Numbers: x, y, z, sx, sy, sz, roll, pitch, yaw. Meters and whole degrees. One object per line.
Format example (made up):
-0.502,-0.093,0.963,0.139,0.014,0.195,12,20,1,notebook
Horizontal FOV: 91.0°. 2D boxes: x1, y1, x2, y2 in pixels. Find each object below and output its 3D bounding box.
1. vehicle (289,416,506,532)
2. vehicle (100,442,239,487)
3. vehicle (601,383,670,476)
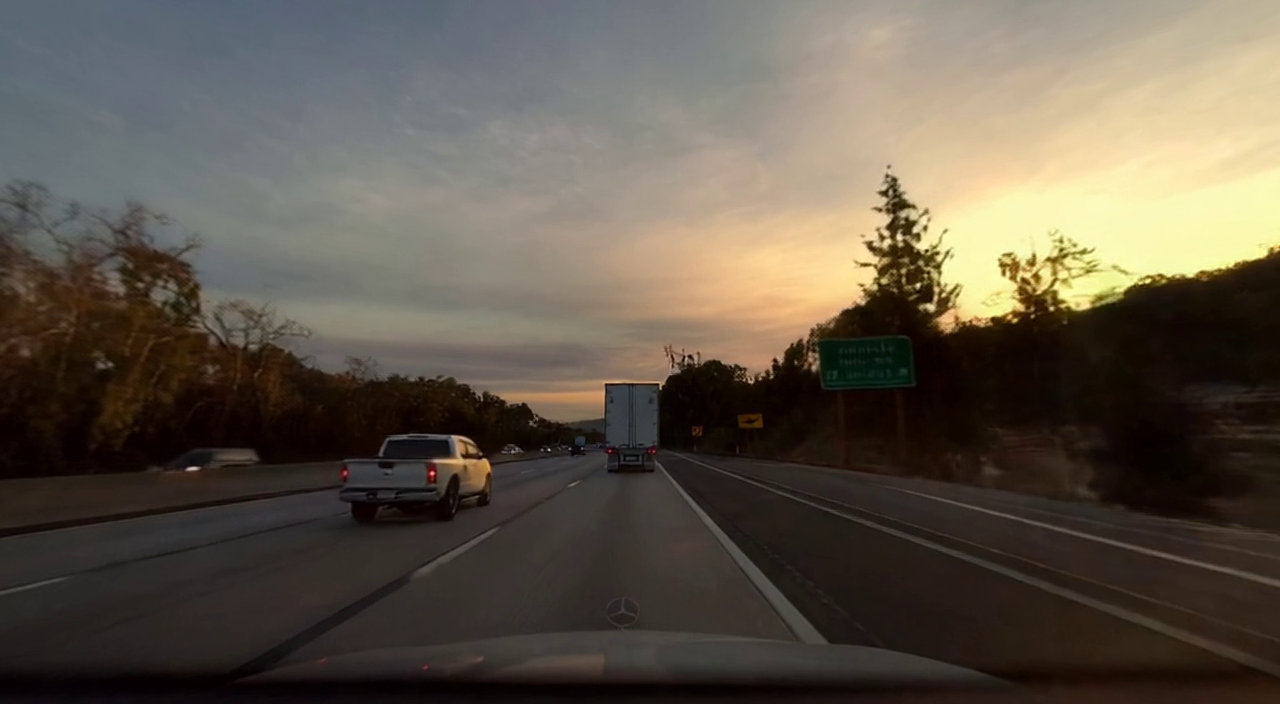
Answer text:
-4.384,2.314,12.554,2.285,1.833,4.984,0,-8,1,vehicle
-22.059,5.271,29.927,2.215,1.885,5.618,0,-8,1,vehicle
-0.250,4.292,33.771,3.052,4.132,11.336,0,-8,0,vehicle
